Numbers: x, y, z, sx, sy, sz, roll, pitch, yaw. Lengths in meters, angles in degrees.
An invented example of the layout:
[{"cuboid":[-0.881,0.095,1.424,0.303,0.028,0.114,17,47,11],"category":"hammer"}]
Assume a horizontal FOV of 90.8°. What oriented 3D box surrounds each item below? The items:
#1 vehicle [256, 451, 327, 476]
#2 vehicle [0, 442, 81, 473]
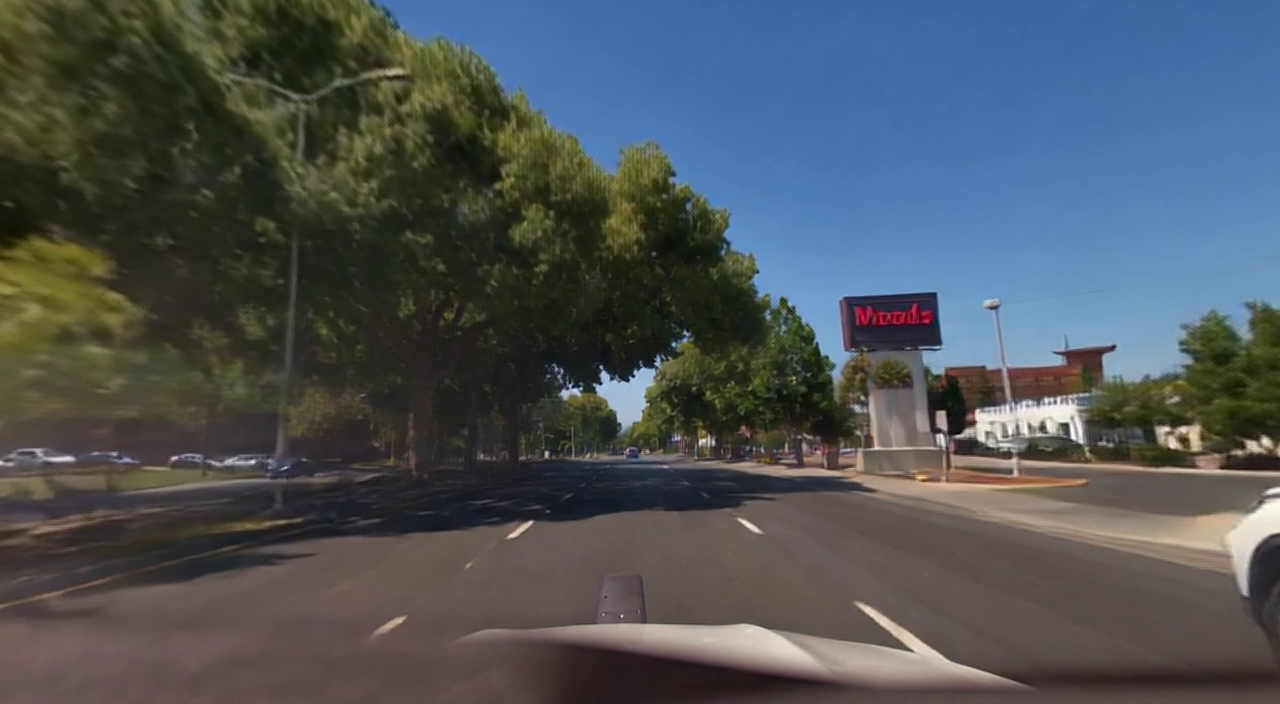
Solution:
[{"cuboid":[-22.592,7.215,41.154,1.864,1.510,4.664,0,-8,2],"category":"vehicle"},{"cuboid":[-33.375,5.668,34.033,4.506,1.640,2.033,0,-8,1],"category":"vehicle"}]
